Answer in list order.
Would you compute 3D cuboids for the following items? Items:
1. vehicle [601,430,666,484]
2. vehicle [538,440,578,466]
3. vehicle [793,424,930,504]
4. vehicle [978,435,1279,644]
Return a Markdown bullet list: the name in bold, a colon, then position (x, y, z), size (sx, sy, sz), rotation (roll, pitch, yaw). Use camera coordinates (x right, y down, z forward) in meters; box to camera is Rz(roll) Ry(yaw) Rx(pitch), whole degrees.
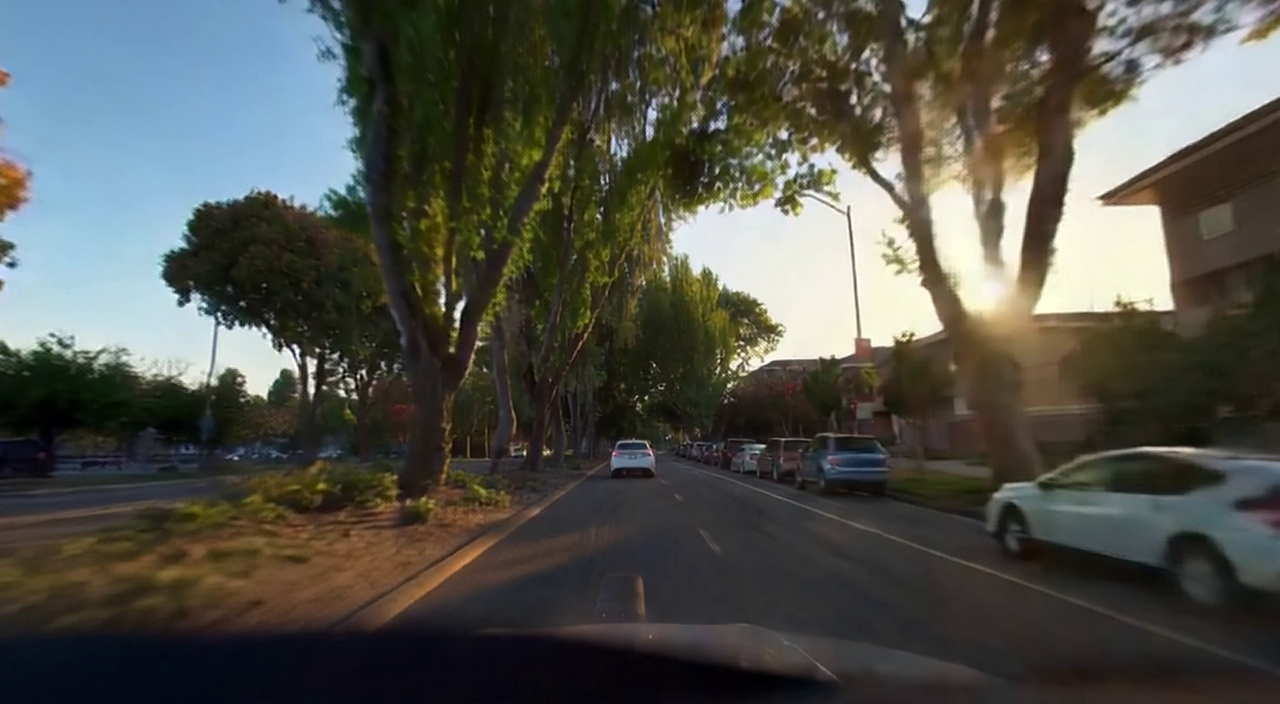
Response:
- **vehicle**: position (-0.263, 3.632, 22.162), size (2.070, 1.698, 3.925), rotation (0, -8, -1)
- **vehicle**: position (-4.973, 6.222, 38.975), size (2.105, 1.474, 4.808), rotation (0, -8, -3)
- **vehicle**: position (5.825, 3.008, 17.363), size (2.139, 1.872, 4.585), rotation (0, -8, 1)
- **vehicle**: position (5.562, 1.561, 5.988), size (2.022, 1.484, 4.612), rotation (0, -8, -2)
